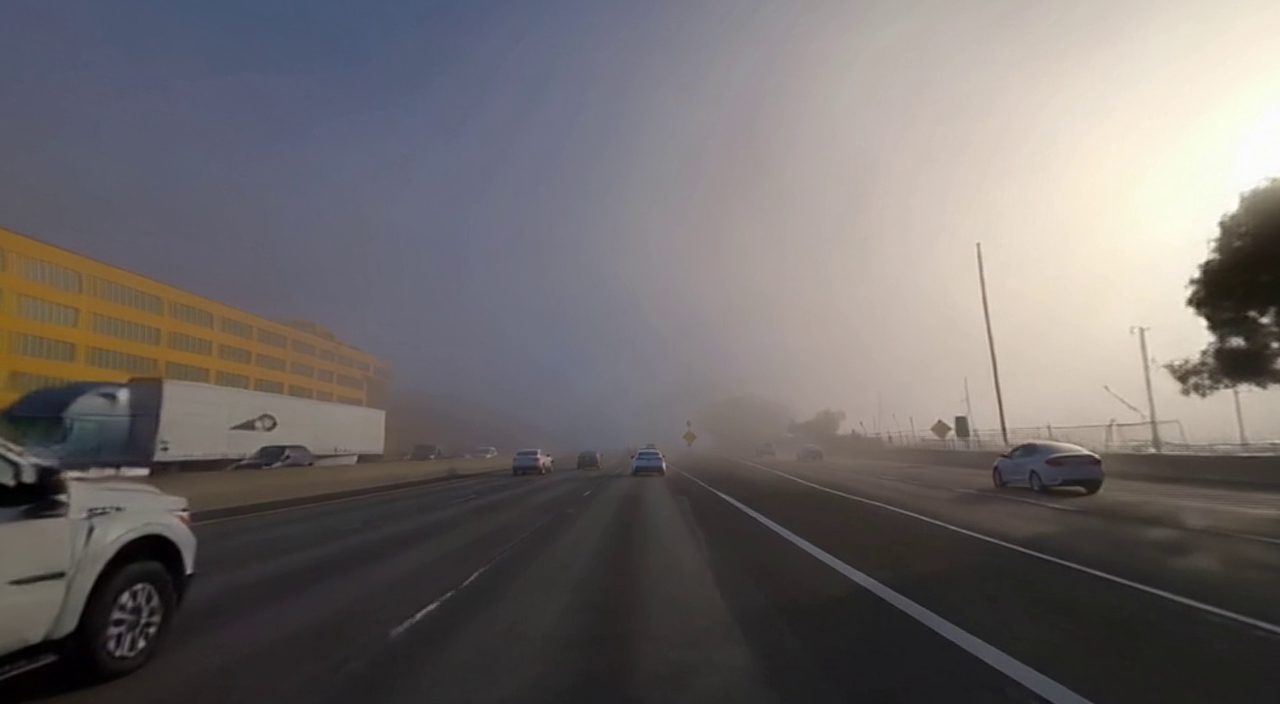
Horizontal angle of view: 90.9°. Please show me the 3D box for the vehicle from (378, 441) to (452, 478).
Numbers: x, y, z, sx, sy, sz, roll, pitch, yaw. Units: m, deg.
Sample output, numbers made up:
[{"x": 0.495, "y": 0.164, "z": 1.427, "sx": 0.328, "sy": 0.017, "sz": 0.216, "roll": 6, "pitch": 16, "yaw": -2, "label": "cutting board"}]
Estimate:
[{"x": -13.081, "y": 6.270, "z": 37.174, "sx": 2.216, "sy": 1.945, "sz": 5.942, "roll": 0, "pitch": -8, "yaw": 0, "label": "vehicle"}]

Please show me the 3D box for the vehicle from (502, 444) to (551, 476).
[{"x": -7.100, "y": 6.781, "z": 40.018, "sx": 2.106, "sy": 1.827, "sz": 4.814, "roll": -1, "pitch": -8, "yaw": 1, "label": "vehicle"}]

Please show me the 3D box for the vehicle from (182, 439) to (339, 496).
[{"x": -13.103, "y": 3.989, "z": 22.340, "sx": 2.249, "sy": 1.715, "sz": 5.424, "roll": 0, "pitch": -8, "yaw": -1, "label": "vehicle"}]

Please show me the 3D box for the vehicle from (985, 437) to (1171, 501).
[{"x": 11.518, "y": 3.072, "z": 17.101, "sx": 1.966, "sy": 1.484, "sz": 4.610, "roll": -1, "pitch": -8, "yaw": 4, "label": "vehicle"}]

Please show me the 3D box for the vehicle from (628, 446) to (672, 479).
[{"x": 0.462, "y": 5.620, "z": 32.320, "sx": 2.107, "sy": 1.538, "sz": 3.999, "roll": 0, "pitch": -8, "yaw": 0, "label": "vehicle"}]

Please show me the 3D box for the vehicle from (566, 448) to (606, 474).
[{"x": -3.357, "y": 6.861, "z": 39.899, "sx": 2.059, "sy": 1.508, "sz": 4.662, "roll": 0, "pitch": -8, "yaw": 0, "label": "vehicle"}]

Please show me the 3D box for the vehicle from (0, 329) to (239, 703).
[{"x": -3.893, "y": 0.708, "z": 1.688, "sx": 2.250, "sy": 1.872, "sz": 5.038, "roll": -1, "pitch": -8, "yaw": 1, "label": "vehicle"}]
